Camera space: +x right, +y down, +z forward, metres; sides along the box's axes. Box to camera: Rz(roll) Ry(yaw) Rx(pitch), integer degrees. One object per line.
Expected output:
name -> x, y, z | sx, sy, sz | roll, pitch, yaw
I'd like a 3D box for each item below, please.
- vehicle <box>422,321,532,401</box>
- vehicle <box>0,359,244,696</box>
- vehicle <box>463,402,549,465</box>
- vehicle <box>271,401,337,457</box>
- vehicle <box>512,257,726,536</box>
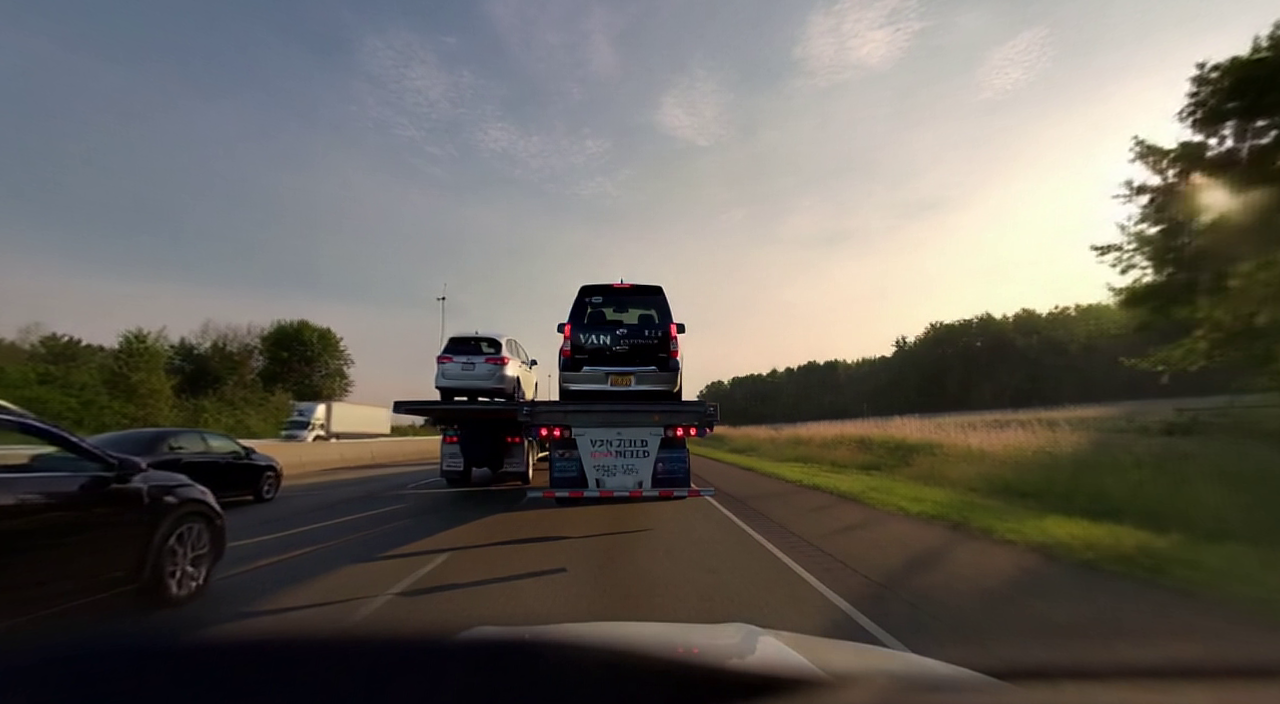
vehicle -> -4.551, 0.395, 18.369 | 2.118, 1.799, 4.591 | 0, -7, -2
vehicle -> -4.150, 0.849, 2.908 | 1.914, 1.675, 4.331 | 0, -7, -2
vehicle -> -4.631, 2.889, 22.468 | 2.258, 1.970, 4.402 | -1, -7, -2
vehicle -> -25.025, 5.756, 47.073 | 3.057, 4.021, 3.104 | 0, -7, -1
vehicle -> -0.450, 1.131, 12.836 | 2.738, 3.628, 9.223 | 0, -7, -2
